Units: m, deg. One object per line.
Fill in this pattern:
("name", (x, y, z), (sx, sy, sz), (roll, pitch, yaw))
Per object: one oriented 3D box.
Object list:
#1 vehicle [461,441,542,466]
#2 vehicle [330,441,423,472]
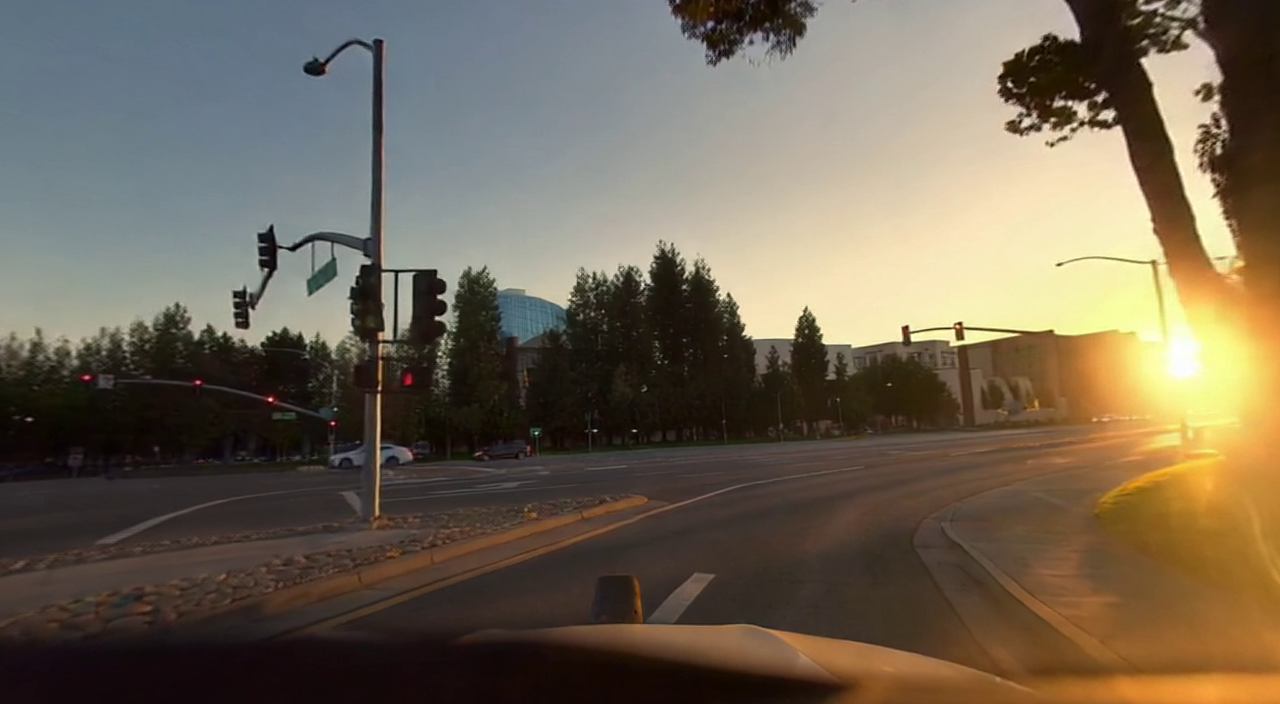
("vehicle", (-8.573, 6.327, 39.230), (4.527, 1.444, 1.811), (7, -11, -38))
("vehicle", (-16.209, 6.388, 38.832), (4.782, 1.776, 2.118), (7, -11, -38))
